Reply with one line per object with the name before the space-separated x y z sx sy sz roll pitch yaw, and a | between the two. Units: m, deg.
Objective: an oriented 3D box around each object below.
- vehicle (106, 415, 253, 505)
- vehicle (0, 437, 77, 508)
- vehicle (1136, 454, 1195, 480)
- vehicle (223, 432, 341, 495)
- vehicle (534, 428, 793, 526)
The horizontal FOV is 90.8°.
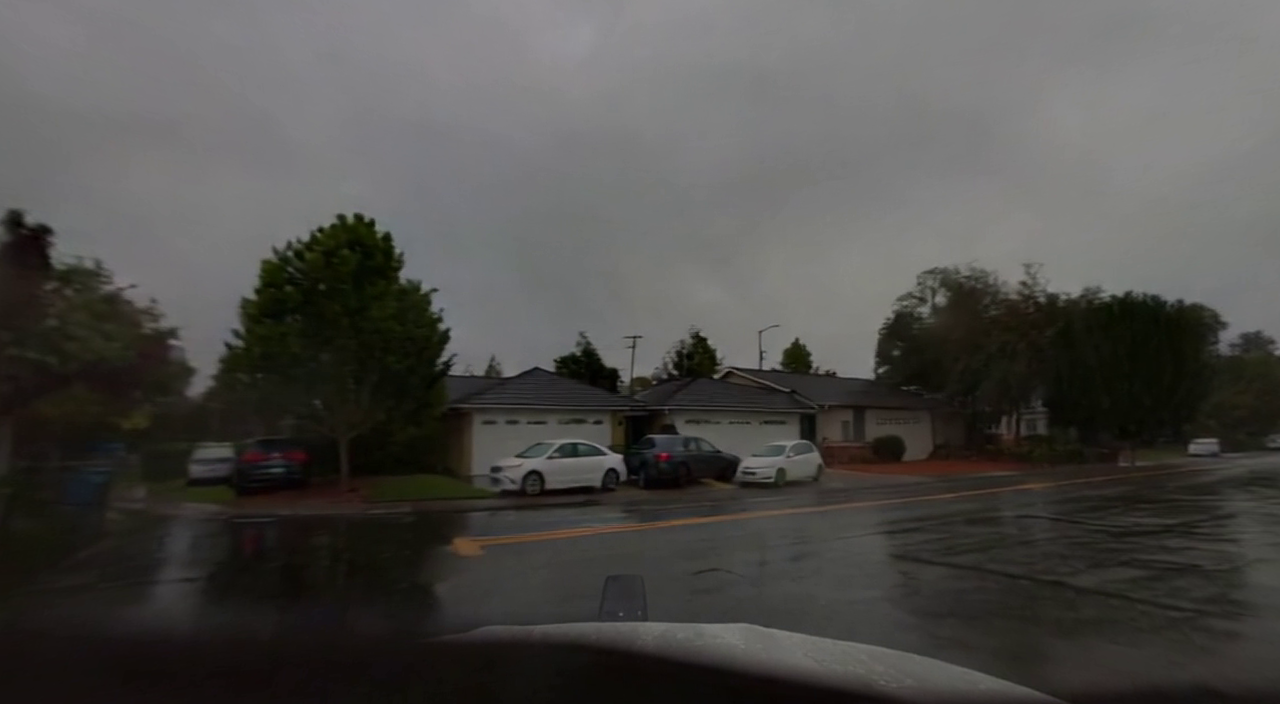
vehicle | -12.632 2.870 17.171 2.455 2.018 5.271 8 -11 -42
vehicle | -15.084 2.860 15.356 1.833 1.540 3.532 8 -11 -42
vehicle | 32.936 7.191 39.700 1.726 1.416 4.160 -4 -9 24
vehicle | -11.176 3.389 19.601 2.160 1.695 4.183 8 -11 -43
vehicle | 0.446 2.545 13.366 5.082 1.789 1.947 2 -9 -17
